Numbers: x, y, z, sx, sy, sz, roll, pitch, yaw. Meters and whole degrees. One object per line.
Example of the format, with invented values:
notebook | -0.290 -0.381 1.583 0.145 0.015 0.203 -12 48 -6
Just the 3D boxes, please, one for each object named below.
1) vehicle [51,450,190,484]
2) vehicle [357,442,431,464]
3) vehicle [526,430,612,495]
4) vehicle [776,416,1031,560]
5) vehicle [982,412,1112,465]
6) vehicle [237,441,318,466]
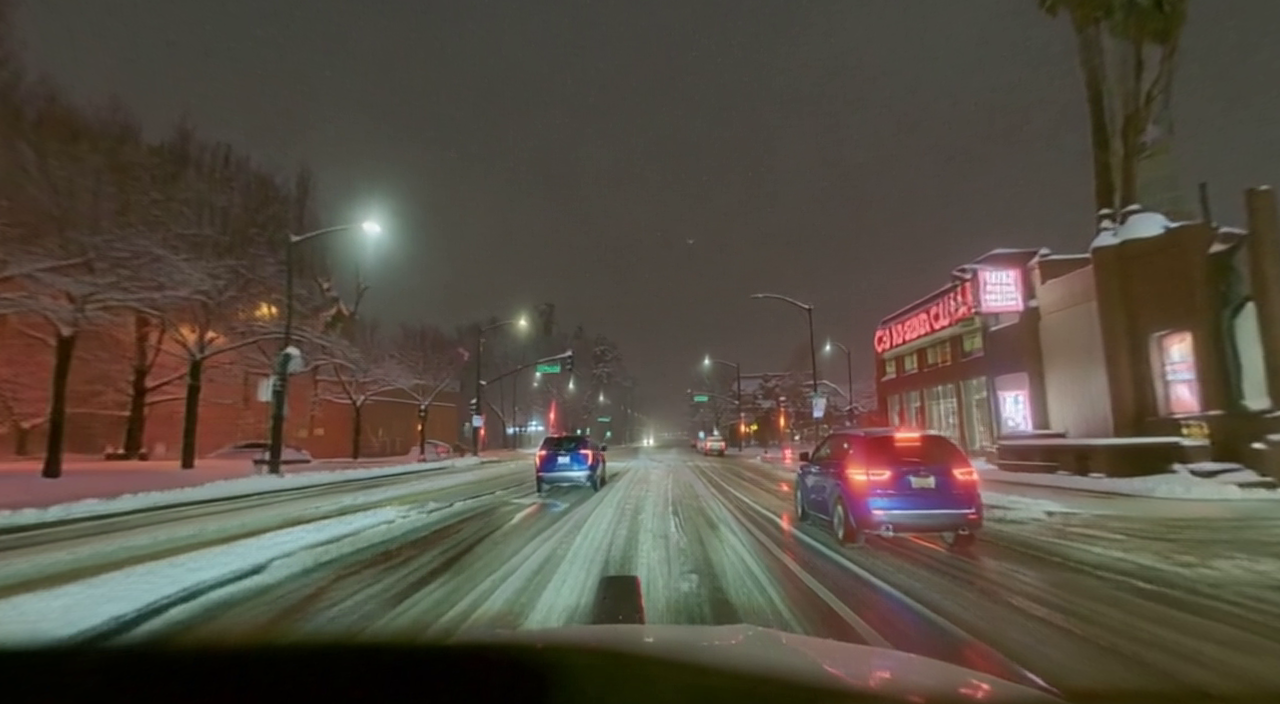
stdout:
vehicle | -24.765 5.466 30.362 1.800 1.462 4.752 -4 -9 21
vehicle | -18.645 7.662 48.050 4.834 1.589 1.907 0 -8 -5
vehicle | -1.940 3.210 18.703 2.063 1.664 4.471 0 -8 -1
vehicle | 3.555 1.914 9.617 1.983 1.654 4.354 0 -8 0
vehicle | 17.065 3.611 26.391 5.652 1.992 2.202 5 -10 -32
vehicle | -26.835 7.547 46.943 4.683 1.748 2.076 0 -8 -2
